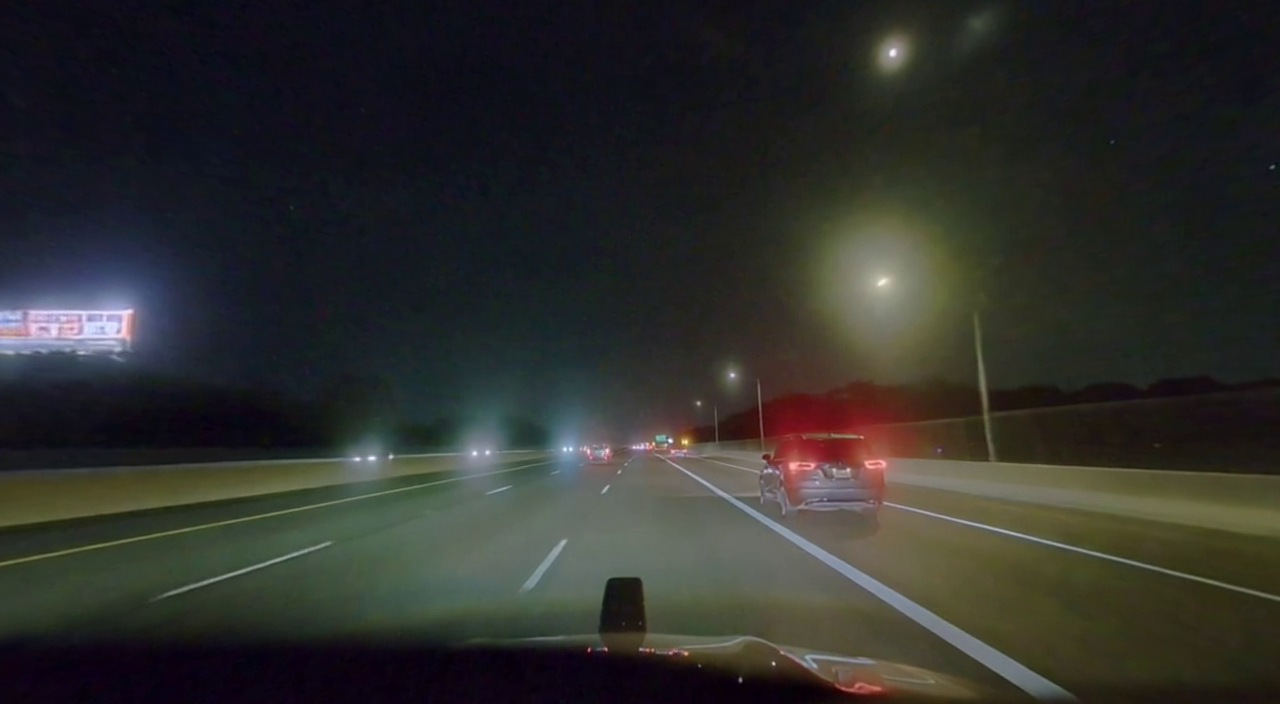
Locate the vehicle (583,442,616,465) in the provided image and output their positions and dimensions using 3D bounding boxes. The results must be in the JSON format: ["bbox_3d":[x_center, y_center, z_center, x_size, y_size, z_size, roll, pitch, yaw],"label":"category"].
[{"bbox_3d":[-3.117,7.976,49.695,2.319,1.738,4.355,0,-8,0],"label":"vehicle"}]
